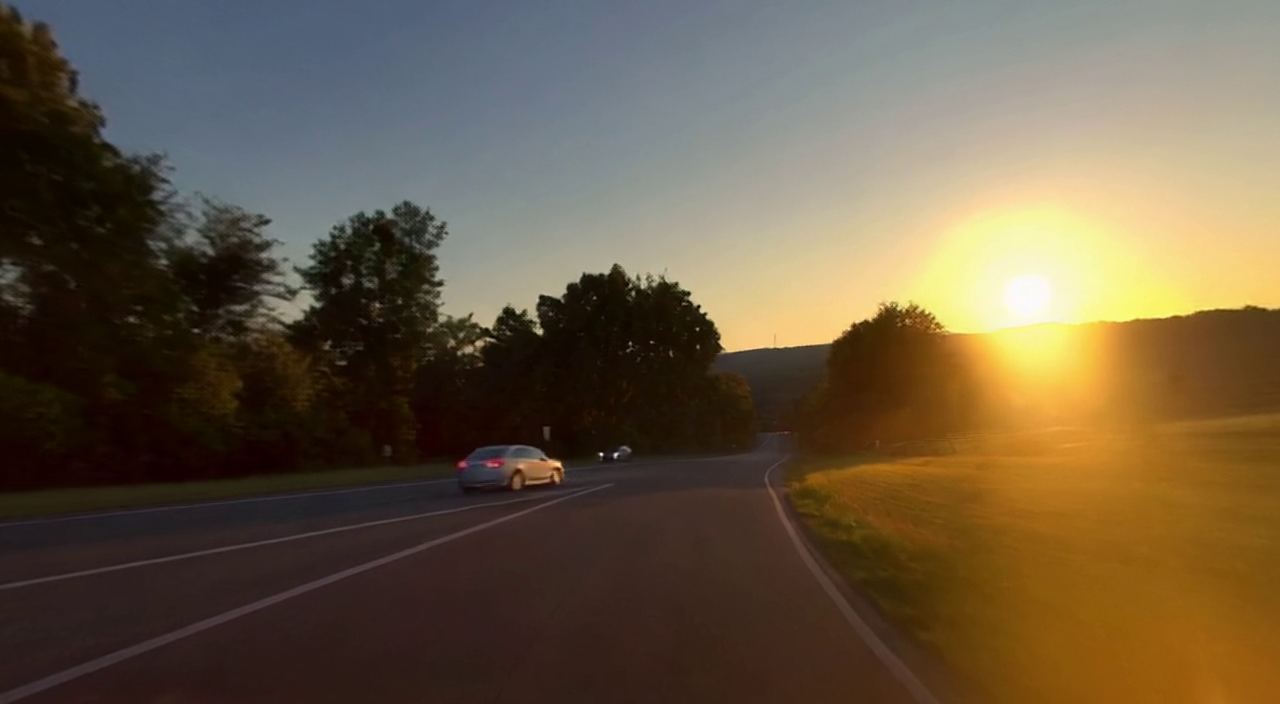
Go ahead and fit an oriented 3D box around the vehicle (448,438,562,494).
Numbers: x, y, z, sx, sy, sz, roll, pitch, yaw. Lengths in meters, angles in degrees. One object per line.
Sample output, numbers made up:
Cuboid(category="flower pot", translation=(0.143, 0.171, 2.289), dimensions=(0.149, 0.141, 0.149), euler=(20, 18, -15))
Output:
Cuboid(category="vehicle", translation=(-4.388, 3.764, 21.058), dimensions=(2.106, 1.679, 3.908), euler=(-3, -9, 16))
